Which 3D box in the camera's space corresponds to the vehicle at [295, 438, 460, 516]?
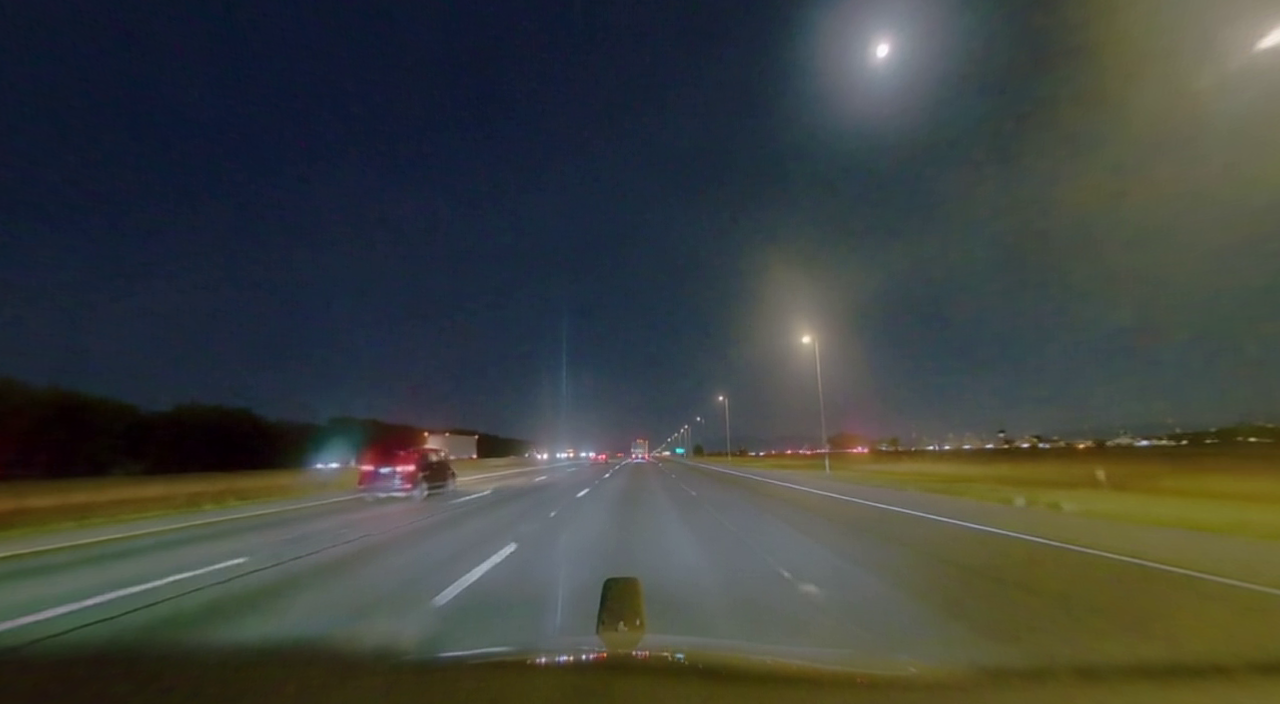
[{"bbox_3d":[-6.511,3.163,16.405,2.234,1.698,4.634,0,-9,1],"label":"vehicle"}]
